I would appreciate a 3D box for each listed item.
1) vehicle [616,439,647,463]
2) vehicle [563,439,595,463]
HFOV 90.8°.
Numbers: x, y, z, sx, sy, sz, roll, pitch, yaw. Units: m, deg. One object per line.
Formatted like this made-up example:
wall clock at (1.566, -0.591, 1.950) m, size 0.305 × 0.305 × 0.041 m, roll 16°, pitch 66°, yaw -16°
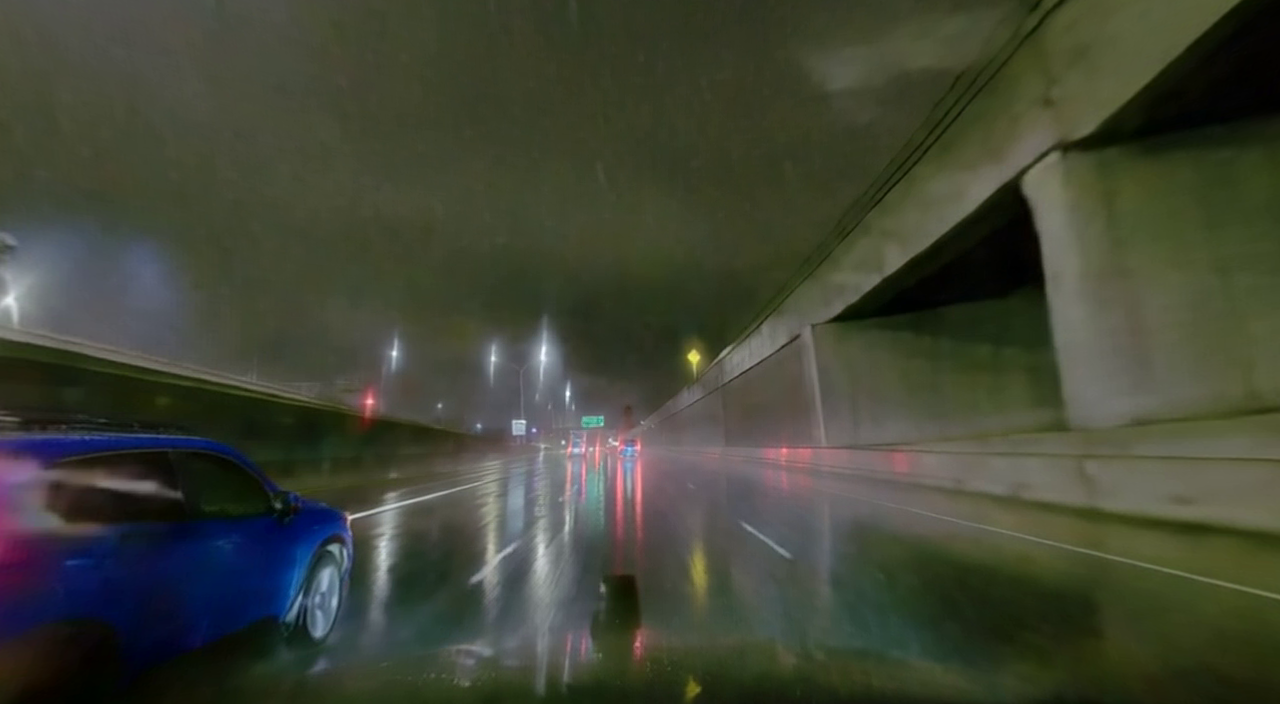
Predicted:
vehicle at (-0.652, 7.093, 45.496) m, size 2.132 × 1.657 × 3.967 m, roll 0°, pitch -8°, yaw -2°
vehicle at (-4.466, 7.282, 46.570) m, size 2.000 × 1.646 × 4.201 m, roll 0°, pitch -8°, yaw -1°
